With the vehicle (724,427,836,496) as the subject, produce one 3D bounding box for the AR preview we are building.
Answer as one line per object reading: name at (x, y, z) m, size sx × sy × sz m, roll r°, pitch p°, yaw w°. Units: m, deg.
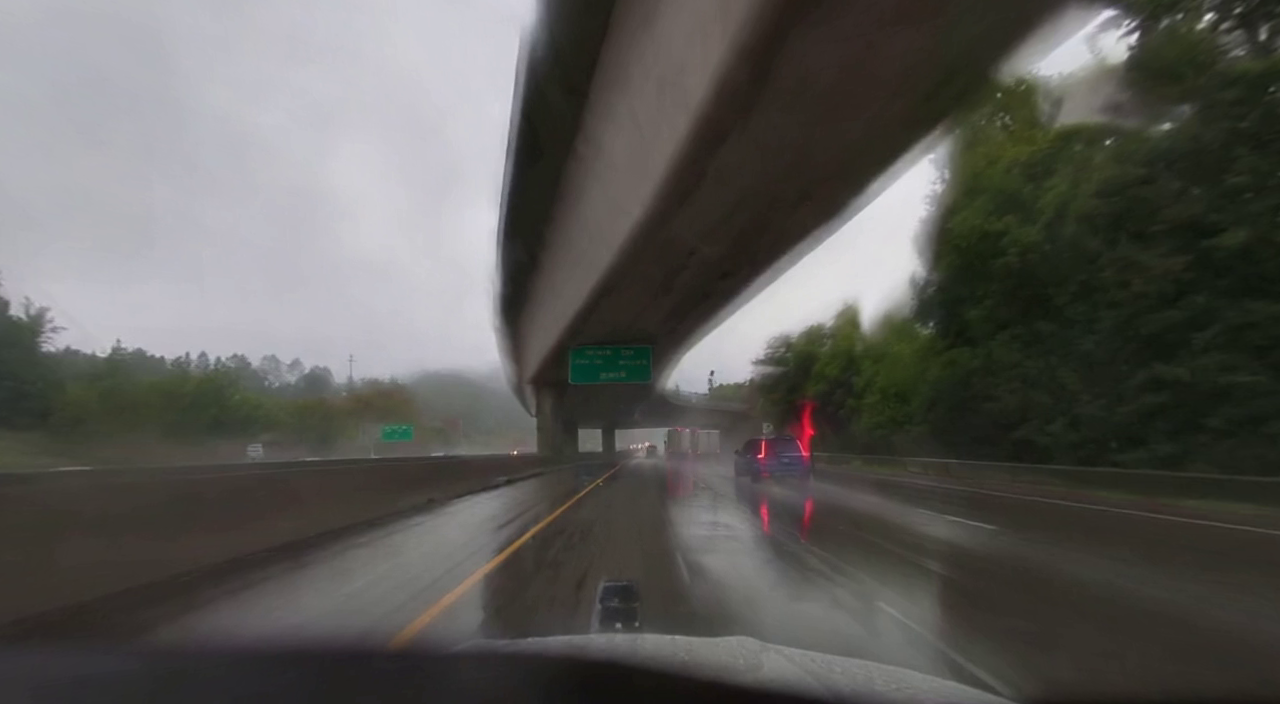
vehicle at (3.809, 3.079, 18.042) m, size 2.148 × 1.691 × 4.443 m, roll 0°, pitch -8°, yaw -1°
